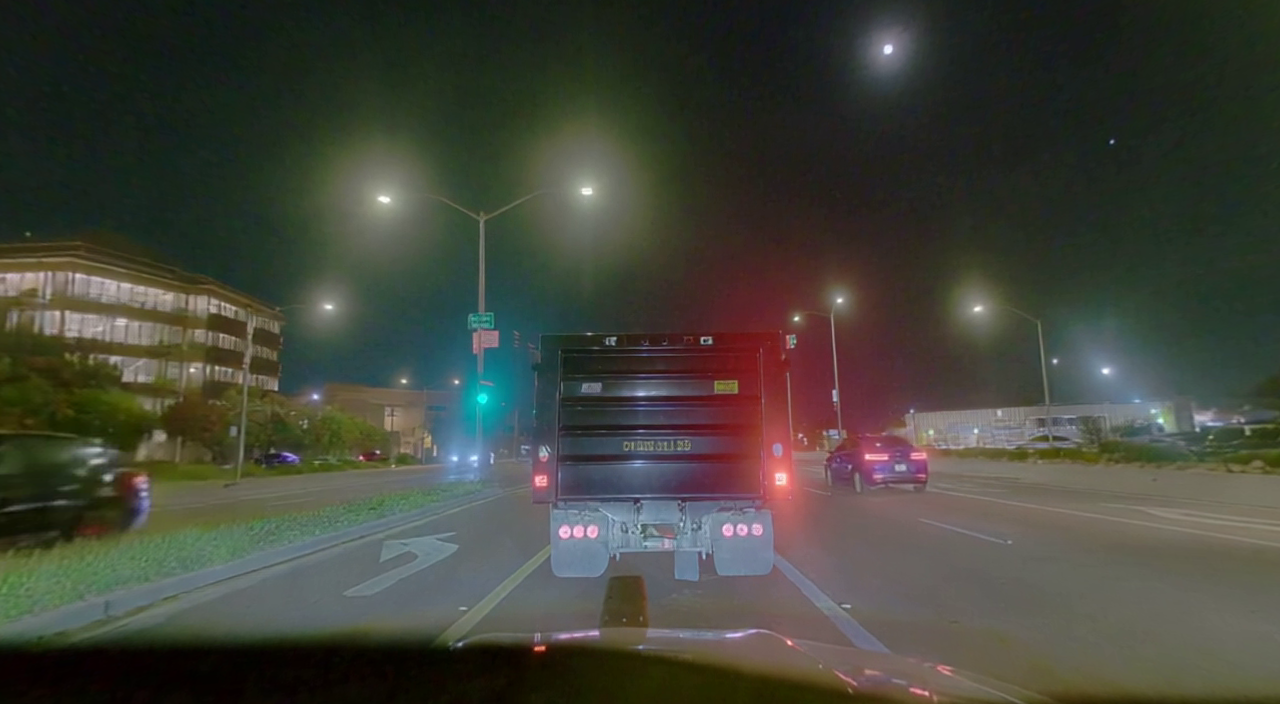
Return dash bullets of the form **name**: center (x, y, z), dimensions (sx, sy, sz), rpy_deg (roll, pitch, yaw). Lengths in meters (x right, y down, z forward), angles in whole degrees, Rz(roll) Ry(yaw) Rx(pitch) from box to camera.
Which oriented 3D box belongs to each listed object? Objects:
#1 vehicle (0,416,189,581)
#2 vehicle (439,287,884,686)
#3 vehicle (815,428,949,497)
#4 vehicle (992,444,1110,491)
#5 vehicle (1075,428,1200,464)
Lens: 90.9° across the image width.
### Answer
- **vehicle**: center (-7.976, 1.651, 7.210), dimensions (2.052, 1.772, 4.838), rpy_deg (0, -8, 0)
- **vehicle**: center (0.269, 1.294, 7.390), dimensions (2.650, 2.391, 7.008), rpy_deg (-1, -8, 3)
- **vehicle**: center (7.099, 3.288, 19.187), dimensions (2.160, 1.772, 4.883), rpy_deg (-1, -8, 1)
- **vehicle**: center (14.305, 4.006, 22.222), dimensions (1.702, 1.475, 3.670), rpy_deg (-1, -8, 1)
- **vehicle**: center (23.113, 4.383, 29.425), dimensions (4.171, 1.614, 1.894), rpy_deg (-1, -8, 1)
